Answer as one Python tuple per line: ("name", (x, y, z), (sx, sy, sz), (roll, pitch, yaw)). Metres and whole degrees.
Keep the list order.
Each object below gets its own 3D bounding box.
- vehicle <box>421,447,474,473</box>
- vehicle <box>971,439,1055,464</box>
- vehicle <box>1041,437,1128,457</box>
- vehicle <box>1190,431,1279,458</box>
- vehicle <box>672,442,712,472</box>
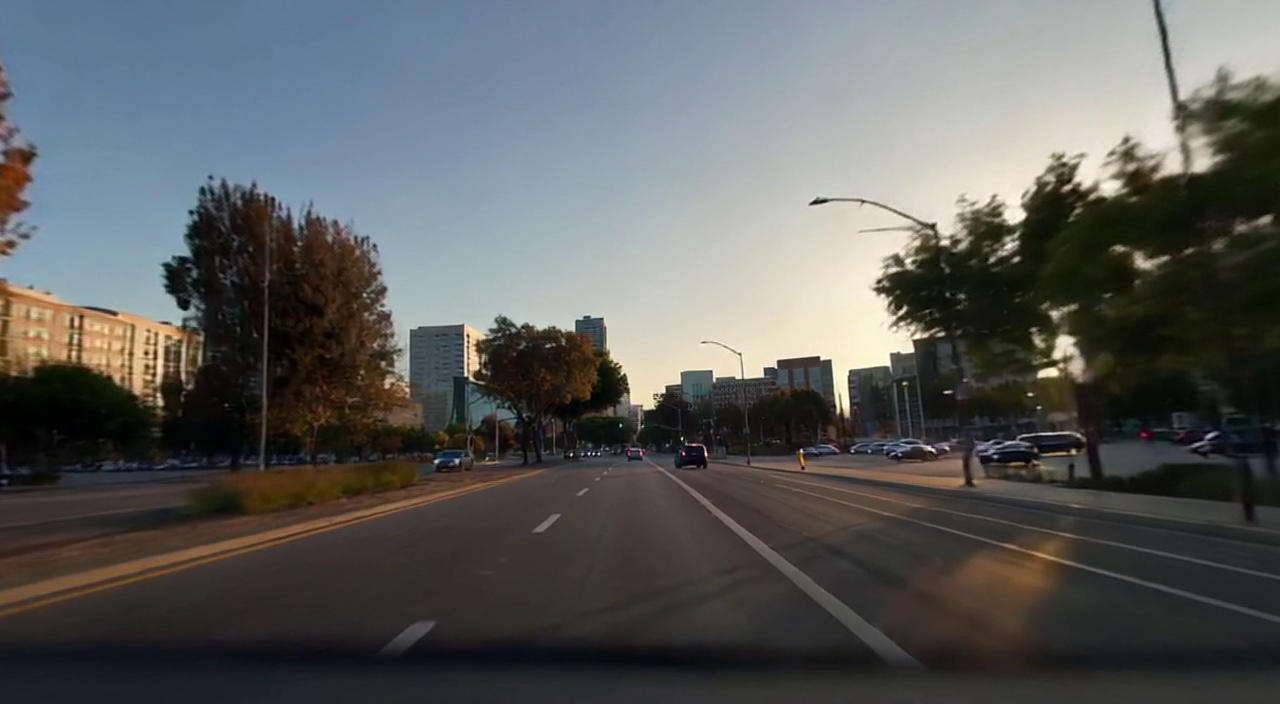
("vehicle", (-12.768, 7.191, 42.274), (1.975, 1.638, 4.706), (-1, -9, 1))
("vehicle", (22.915, 6.108, 38.895), (3.845, 1.471, 2.043), (0, -9, -1))
("vehicle", (34.487, 7.377, 49.081), (4.993, 1.444, 2.237), (-1, -9, 2))
("vehicle", (34.377, 5.254, 35.779), (4.468, 1.455, 1.910), (-1, -9, 3))
("vehicle", (3.218, 6.625, 40.052), (2.069, 1.761, 4.610), (0, -9, -1))
